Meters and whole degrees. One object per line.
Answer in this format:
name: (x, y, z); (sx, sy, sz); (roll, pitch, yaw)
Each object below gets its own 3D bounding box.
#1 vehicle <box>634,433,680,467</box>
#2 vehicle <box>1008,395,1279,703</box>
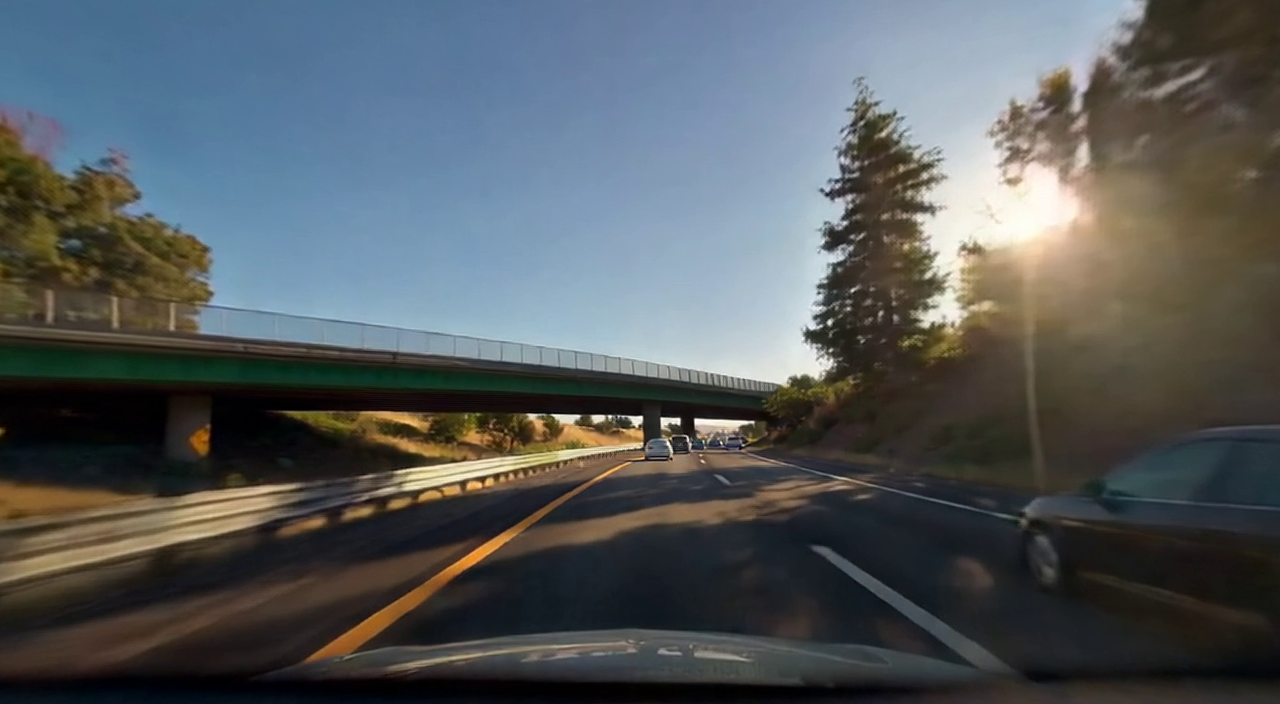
vehicle: (0.839, 4.594, 29.644); (1.993, 1.461, 3.812); (-1, -8, 3)
vehicle: (4.100, 0.944, 2.906); (2.163, 1.489, 4.470); (0, -8, 1)
